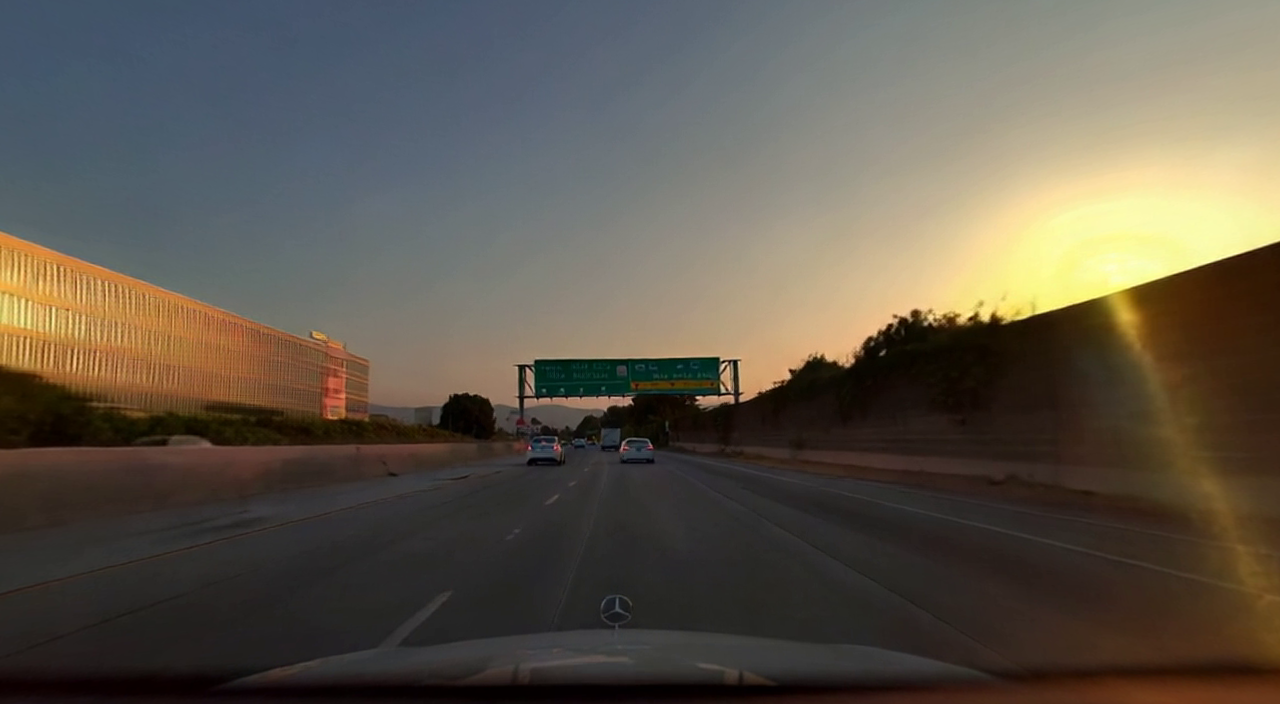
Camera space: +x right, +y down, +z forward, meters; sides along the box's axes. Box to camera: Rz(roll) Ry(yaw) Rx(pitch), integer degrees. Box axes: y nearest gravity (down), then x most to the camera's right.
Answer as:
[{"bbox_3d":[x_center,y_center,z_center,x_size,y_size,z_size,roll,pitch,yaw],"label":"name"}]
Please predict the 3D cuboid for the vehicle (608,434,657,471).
[{"bbox_3d":[-0.422,4.779,30.161,2.078,1.608,3.982,0,-8,-5],"label":"vehicle"}]

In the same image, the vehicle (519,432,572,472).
[{"bbox_3d":[-4.442,4.770,30.233,2.080,1.733,4.410,0,-8,-3],"label":"vehicle"}]
